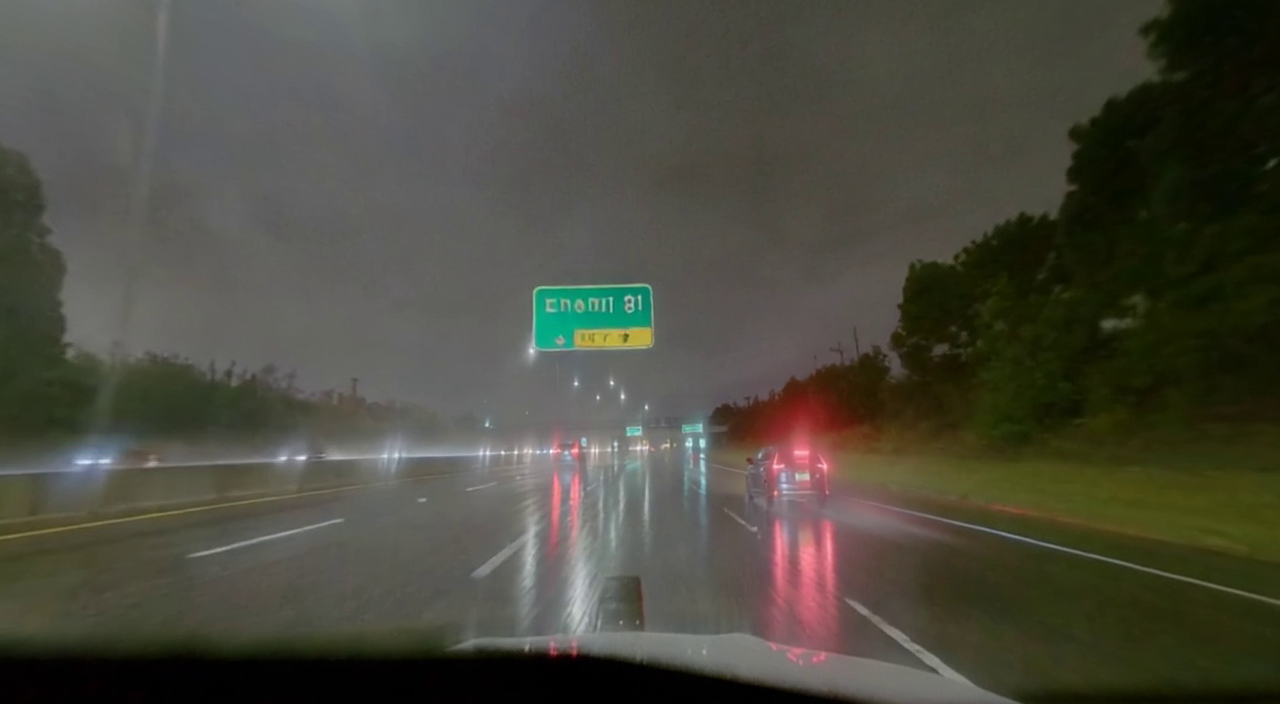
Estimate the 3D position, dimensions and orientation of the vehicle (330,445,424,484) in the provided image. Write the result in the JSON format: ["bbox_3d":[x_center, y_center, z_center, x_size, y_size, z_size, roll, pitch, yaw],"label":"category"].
[{"bbox_3d":[-11.208,4.799,27.249,1.919,1.497,4.765,0,-9,1],"label":"vehicle"}]

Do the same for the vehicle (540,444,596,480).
[{"bbox_3d":[-3.317,5.157,29.818,2.072,1.545,4.687,0,-9,0],"label":"vehicle"}]

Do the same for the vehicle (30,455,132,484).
[{"bbox_3d":[-32.337,6.780,36.626,1.818,1.503,4.333,0,-9,2],"label":"vehicle"}]

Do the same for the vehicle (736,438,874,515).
[{"bbox_3d":[3.702,2.874,15.034,2.079,1.535,4.316,0,-9,0],"label":"vehicle"}]
